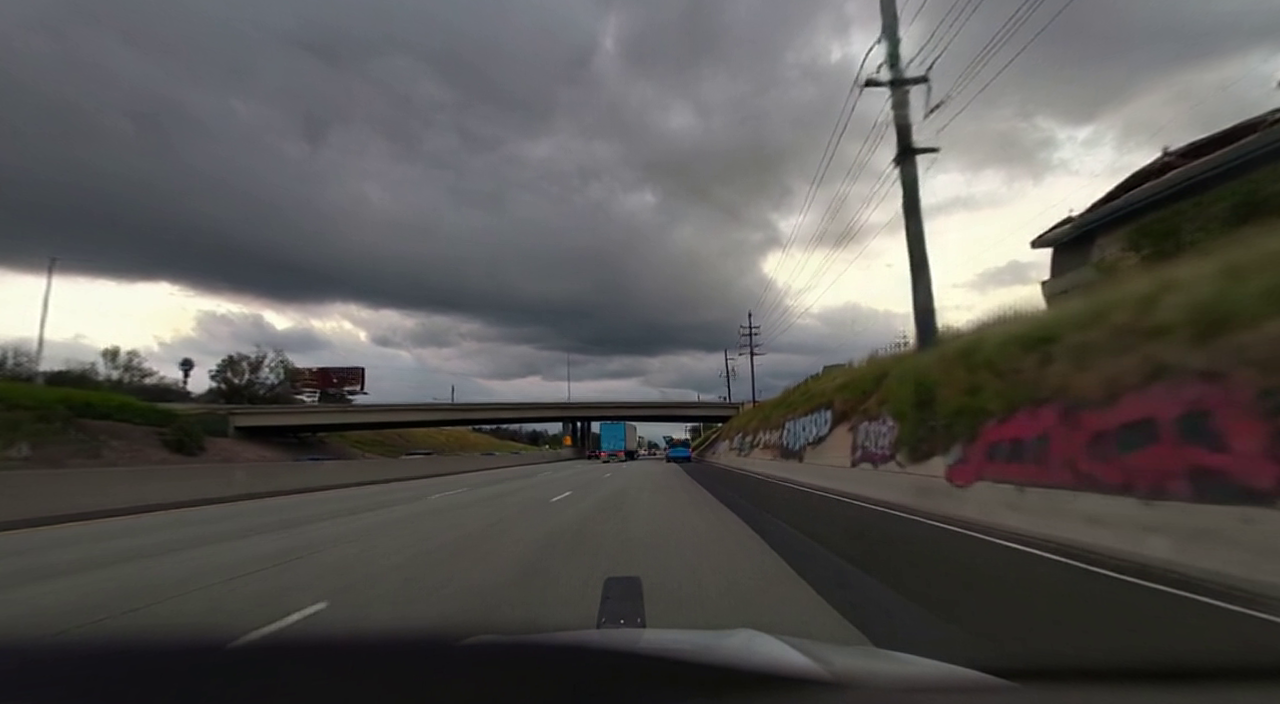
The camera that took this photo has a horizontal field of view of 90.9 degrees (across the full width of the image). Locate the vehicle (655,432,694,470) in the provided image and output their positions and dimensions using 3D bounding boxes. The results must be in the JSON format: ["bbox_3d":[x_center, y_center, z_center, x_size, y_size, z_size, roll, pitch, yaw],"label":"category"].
[{"bbox_3d":[2.519,7.485,47.638,2.462,2.627,5.799,0,-9,-1],"label":"vehicle"}]
